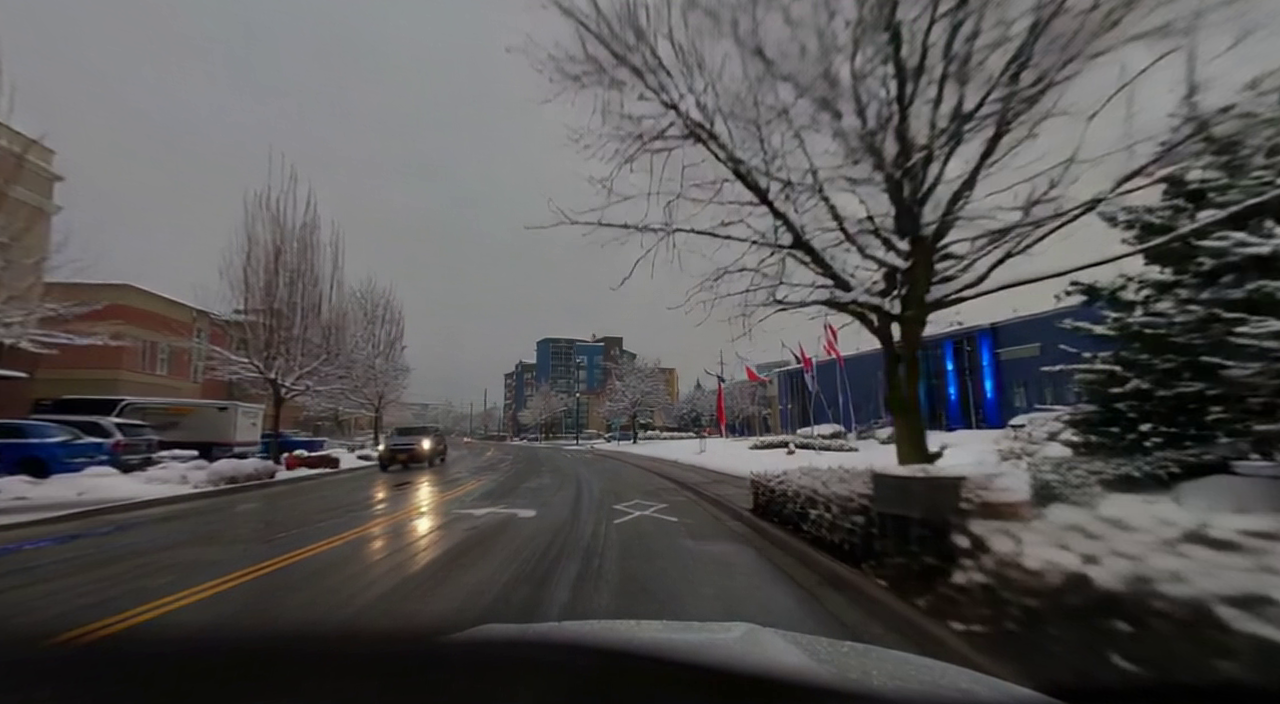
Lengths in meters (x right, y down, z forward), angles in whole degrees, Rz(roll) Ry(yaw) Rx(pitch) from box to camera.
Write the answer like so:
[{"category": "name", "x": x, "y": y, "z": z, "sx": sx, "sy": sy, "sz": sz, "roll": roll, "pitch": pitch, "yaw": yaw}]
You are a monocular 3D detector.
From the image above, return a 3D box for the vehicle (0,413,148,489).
[{"category": "vehicle", "x": -14.515, "y": 2.308, "z": 14.898, "sx": 3.948, "sy": 1.672, "sz": 1.942, "roll": 1, "pitch": -8, "yaw": -8}]

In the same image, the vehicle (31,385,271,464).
[{"category": "vehicle", "x": -23.092, "y": 3.555, "z": 30.547, "sx": 8.479, "sy": 3.396, "sz": 3.021, "roll": 3, "pitch": -8, "yaw": -24}]

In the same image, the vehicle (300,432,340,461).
[{"category": "vehicle", "x": -18.538, "y": 5.478, "z": 36.622, "sx": 1.778, "sy": 1.584, "sz": 2.802, "roll": 3, "pitch": -8, "yaw": -22}]

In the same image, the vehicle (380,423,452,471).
[{"category": "vehicle", "x": -9.615, "y": 4.091, "z": 27.367, "sx": 2.026, "sy": 1.882, "sz": 4.277, "roll": 1, "pitch": -8, "yaw": -7}]
